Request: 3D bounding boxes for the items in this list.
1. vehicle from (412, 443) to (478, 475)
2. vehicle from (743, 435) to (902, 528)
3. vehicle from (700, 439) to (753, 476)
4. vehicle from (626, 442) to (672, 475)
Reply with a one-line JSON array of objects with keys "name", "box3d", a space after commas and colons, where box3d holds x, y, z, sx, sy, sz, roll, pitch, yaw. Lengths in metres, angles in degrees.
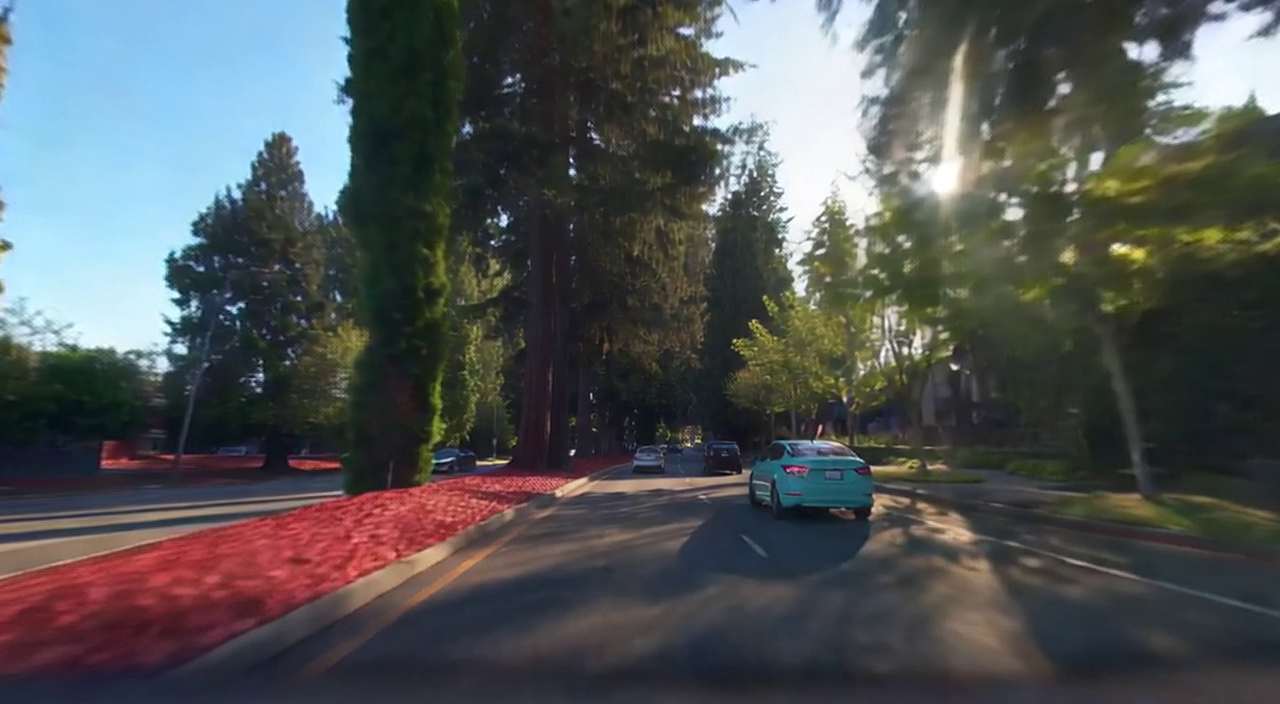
[{"name": "vehicle", "box3d": [-10.848, 5.979, 35.527, 2.067, 1.657, 4.510, 0, -9, 2]}, {"name": "vehicle", "box3d": [3.396, 2.481, 12.695, 1.985, 1.529, 4.147, 0, -9, 1]}, {"name": "vehicle", "box3d": [4.180, 5.154, 31.122, 2.074, 1.652, 4.340, 0, -9, 1]}, {"name": "vehicle", "box3d": [0.481, 5.091, 30.485, 2.082, 1.473, 4.028, 0, -9, 2]}]
